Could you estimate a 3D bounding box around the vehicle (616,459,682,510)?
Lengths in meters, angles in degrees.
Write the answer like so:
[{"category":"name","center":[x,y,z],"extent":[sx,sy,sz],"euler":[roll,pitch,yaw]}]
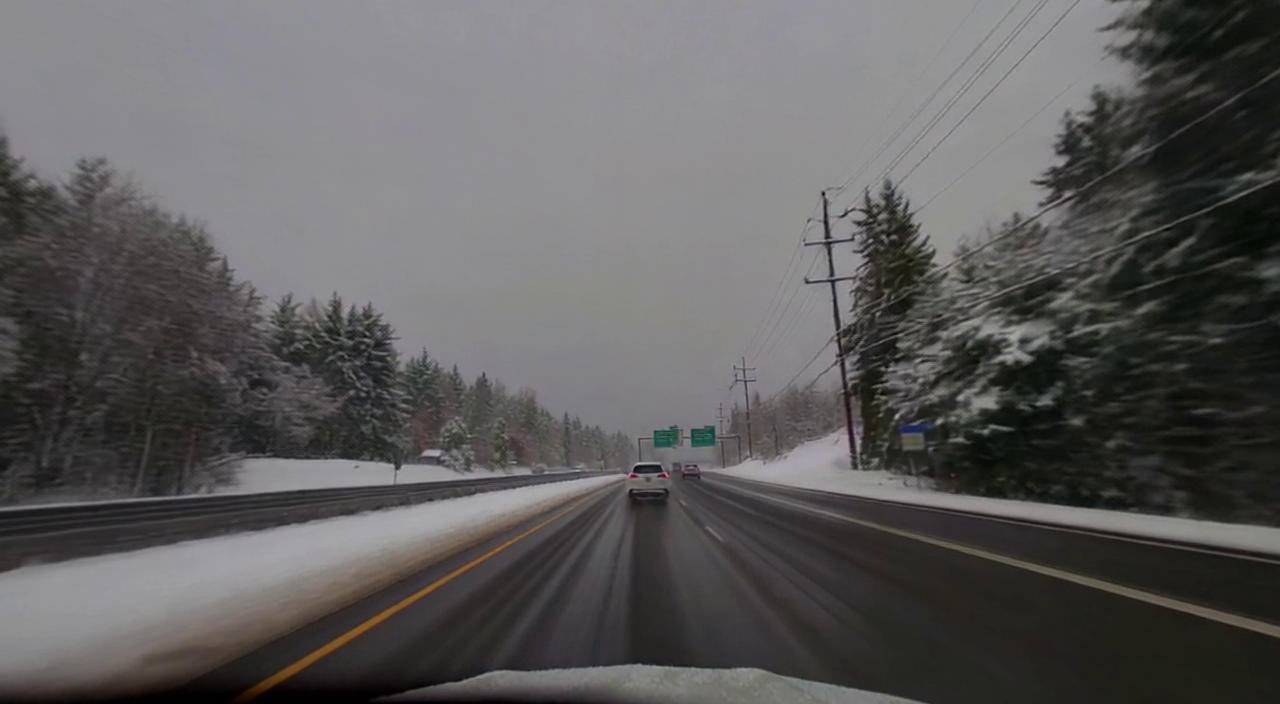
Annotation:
[{"category":"vehicle","center":[0.280,4.354,20.959],"extent":[1.987,1.480,3.786],"euler":[1,-10,0]}]
